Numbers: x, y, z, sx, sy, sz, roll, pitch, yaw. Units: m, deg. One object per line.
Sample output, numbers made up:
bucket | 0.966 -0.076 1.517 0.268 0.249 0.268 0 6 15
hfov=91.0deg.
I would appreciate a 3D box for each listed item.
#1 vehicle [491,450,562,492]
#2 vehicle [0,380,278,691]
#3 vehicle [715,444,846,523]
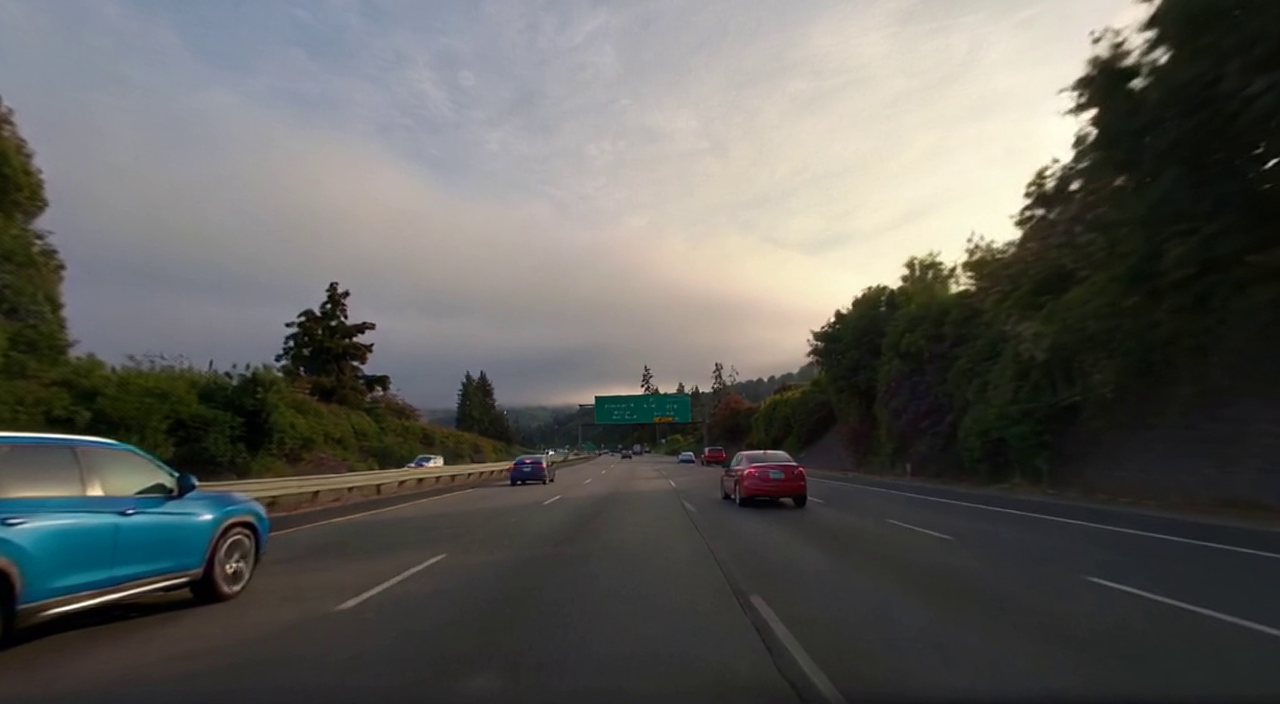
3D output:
vehicle | -4.390 4.690 25.110 2.009 1.488 4.289 0 -9 0
vehicle | -4.666 1.116 4.025 2.079 1.745 4.281 0 -9 1
vehicle | 3.089 3.012 14.939 2.120 1.572 4.344 0 -9 0
